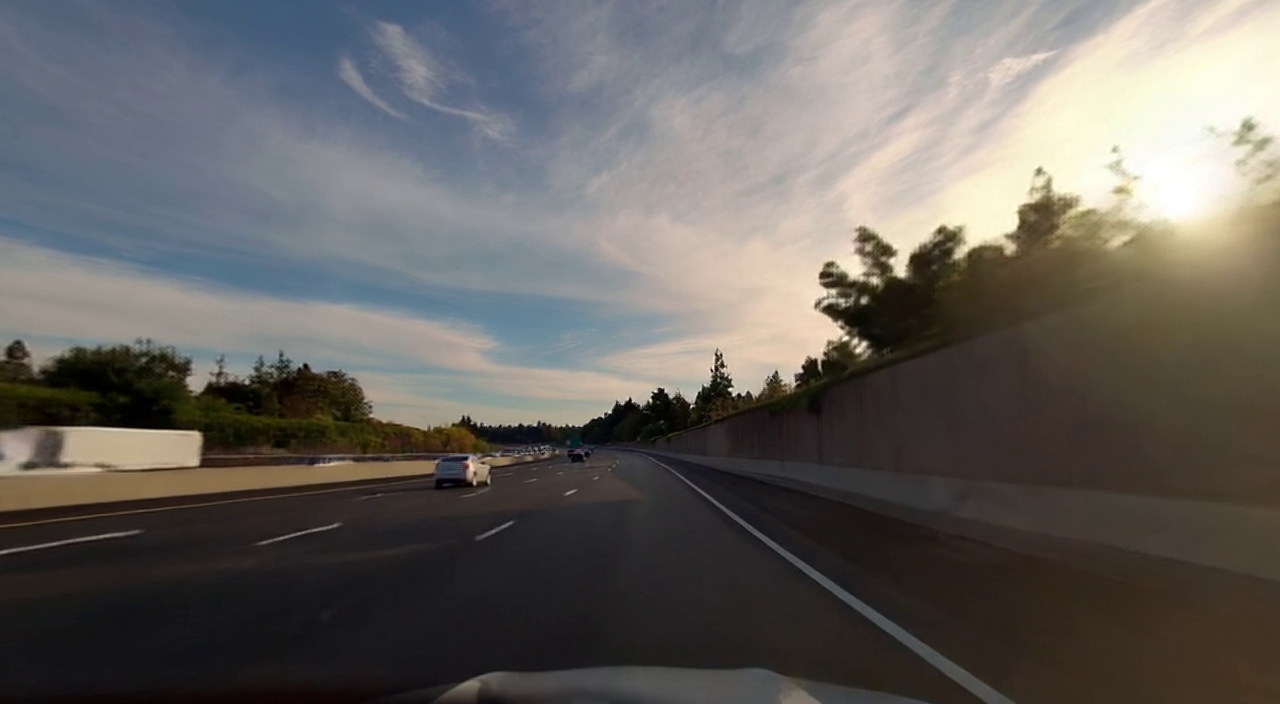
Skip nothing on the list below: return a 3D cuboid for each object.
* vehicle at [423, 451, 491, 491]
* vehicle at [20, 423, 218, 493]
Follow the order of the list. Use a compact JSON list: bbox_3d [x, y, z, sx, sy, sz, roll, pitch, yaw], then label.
[{"bbox_3d":[-7.587,4.944,26.487,1.742,1.494,3.795,0,-9,-1],"label":"vehicle"},{"bbox_3d":[-22.542,4.654,27.928,2.674,2.663,7.006,0,-9,0],"label":"vehicle"}]
